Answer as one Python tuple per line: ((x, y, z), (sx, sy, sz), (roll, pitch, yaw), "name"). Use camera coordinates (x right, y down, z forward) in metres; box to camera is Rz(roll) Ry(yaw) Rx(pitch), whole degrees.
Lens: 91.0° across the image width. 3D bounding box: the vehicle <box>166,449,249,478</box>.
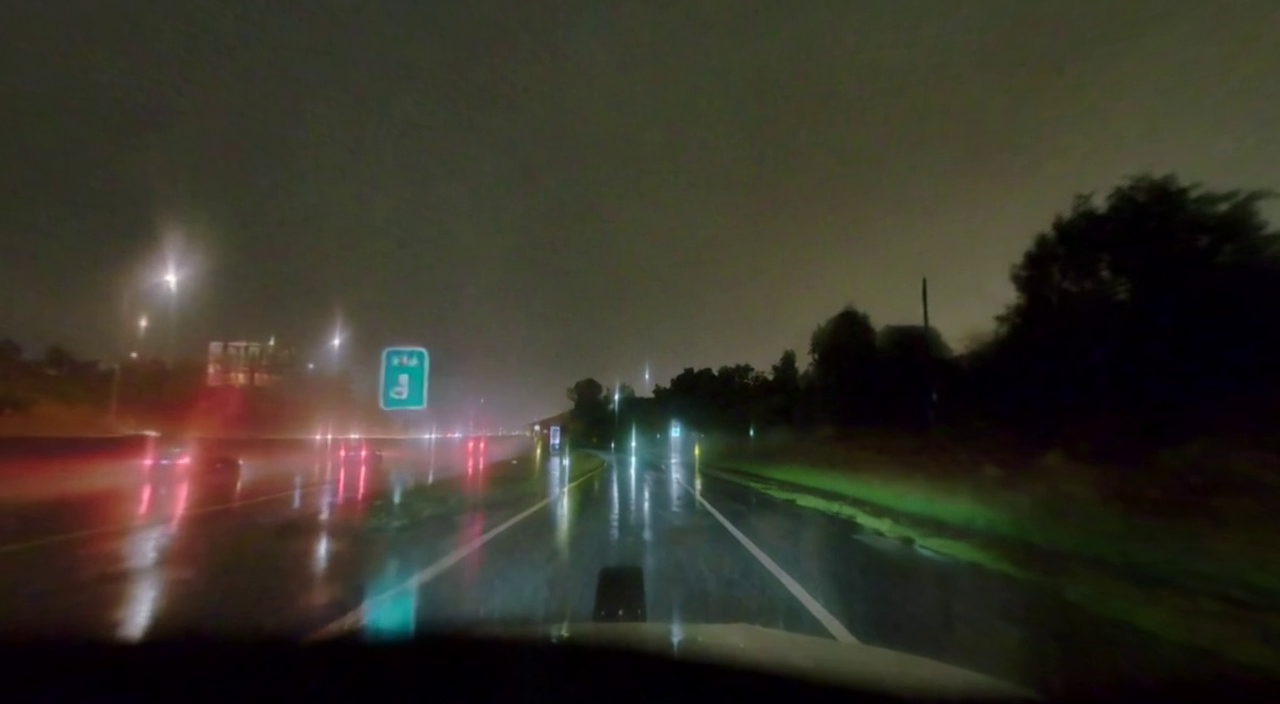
((-29.180, 7.536, 42.747), (2.220, 1.806, 5.471), (1, -9, -6), "vehicle")
